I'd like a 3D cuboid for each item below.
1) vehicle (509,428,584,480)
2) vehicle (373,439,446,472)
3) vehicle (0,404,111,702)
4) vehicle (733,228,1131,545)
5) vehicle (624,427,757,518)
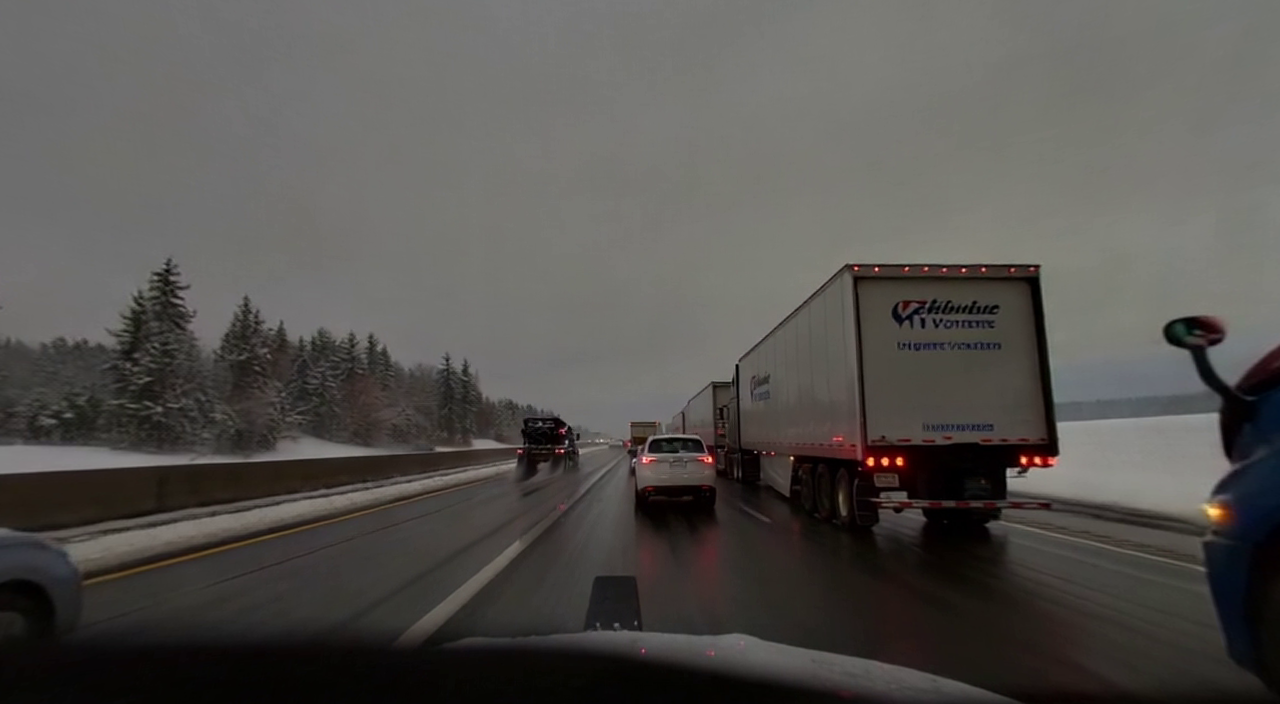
[{"bbox_3d":[-3.317,3.700,23.286,2.006,1.729,4.447,0,-8,1],"label":"vehicle"},{"bbox_3d":[-10.950,4.933,30.241,2.028,1.444,3.571,0,-8,2],"label":"vehicle"},{"bbox_3d":[-4.284,0.775,1.428,2.100,1.491,4.676,0,-8,0],"label":"vehicle"},{"bbox_3d":[4.707,1.338,15.233,2.883,4.070,14.423,0,-8,0],"label":"vehicle"},{"bbox_3d":[0.826,2.299,12.656,2.200,1.495,4.282,0,-8,0],"label":"vehicle"}]
